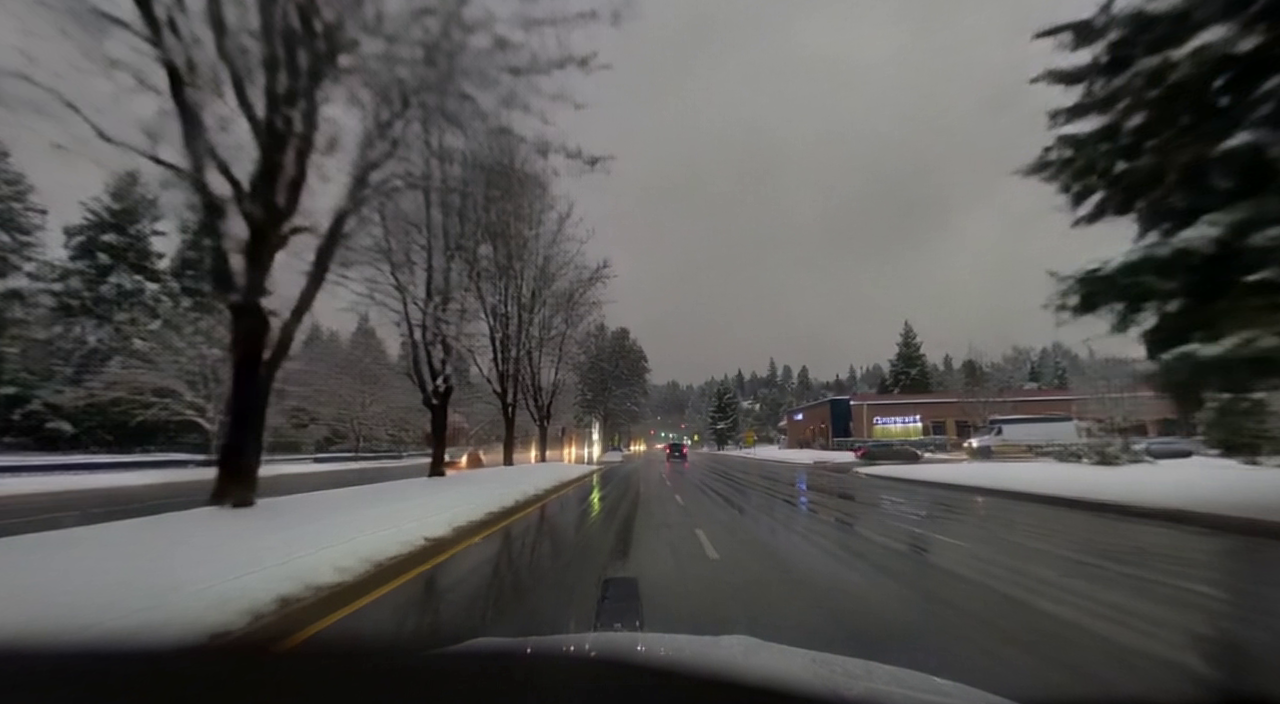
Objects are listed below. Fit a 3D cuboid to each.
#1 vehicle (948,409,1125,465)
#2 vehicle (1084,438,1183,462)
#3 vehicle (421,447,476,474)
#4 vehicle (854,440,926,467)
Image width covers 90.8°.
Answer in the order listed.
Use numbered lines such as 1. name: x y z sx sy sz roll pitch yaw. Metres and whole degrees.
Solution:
1. vehicle: 30.388 6.529 48.750 11.456 3.682 3.010 -2 -7 -1
2. vehicle: 31.352 6.239 40.207 4.610 1.452 2.009 0 -9 -1
3. vehicle: -11.018 6.278 36.735 1.822 1.444 4.338 -1 -9 0
4. vehicle: 16.437 6.633 41.517 4.319 1.624 1.988 4 -10 -27
